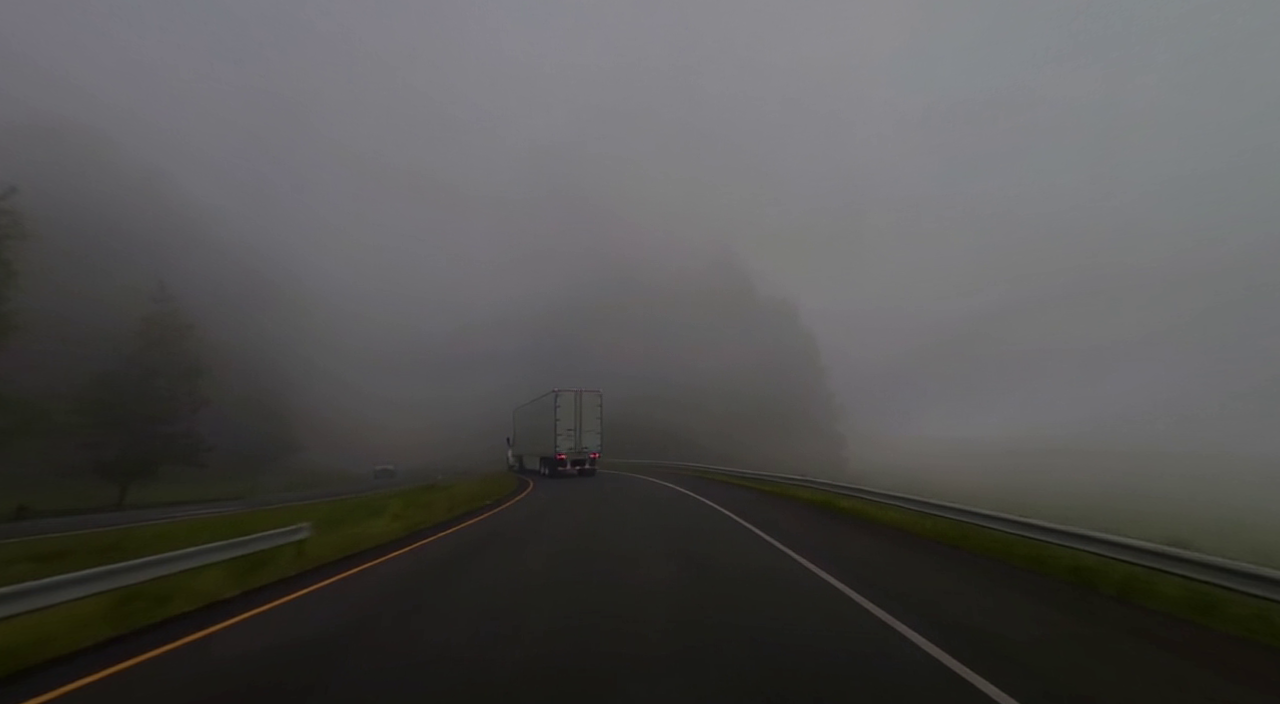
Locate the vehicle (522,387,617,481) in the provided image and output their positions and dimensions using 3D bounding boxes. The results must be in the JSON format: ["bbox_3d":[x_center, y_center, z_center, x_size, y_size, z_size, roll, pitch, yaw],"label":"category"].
[{"bbox_3d":[-4.440,4.551,35.319,3.087,4.178,13.682,0,-7,-16],"label":"vehicle"}]
